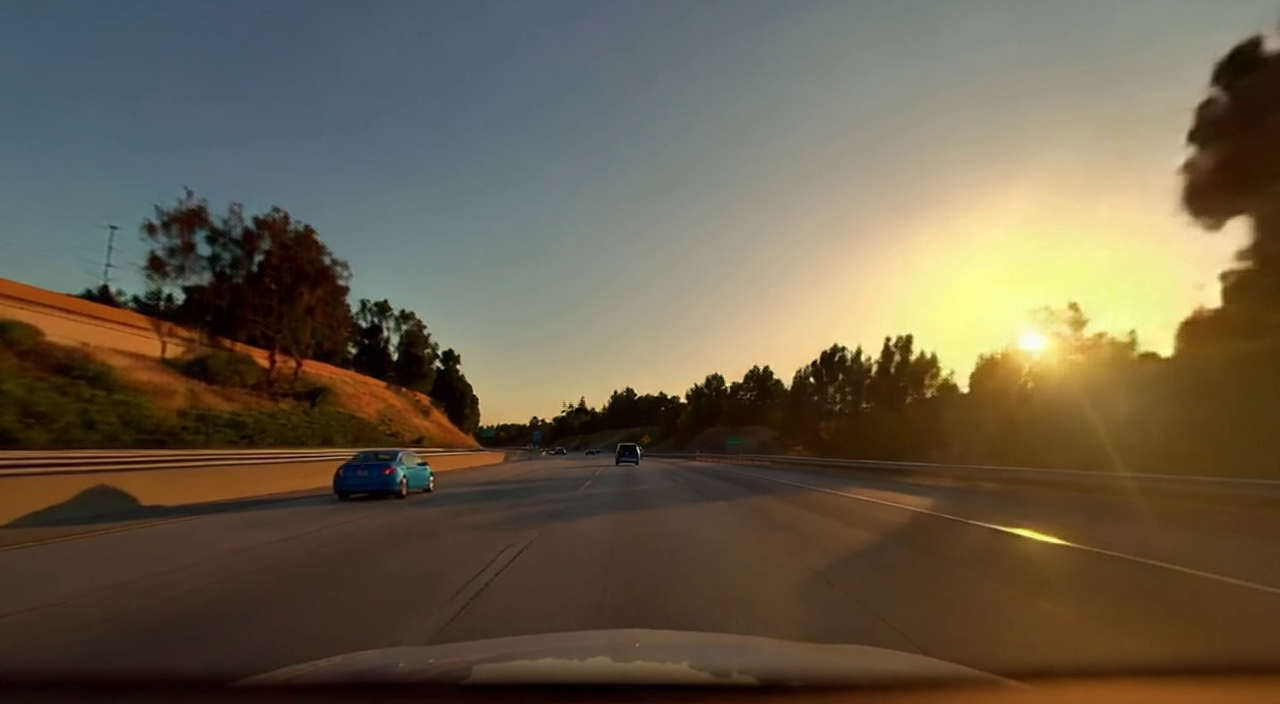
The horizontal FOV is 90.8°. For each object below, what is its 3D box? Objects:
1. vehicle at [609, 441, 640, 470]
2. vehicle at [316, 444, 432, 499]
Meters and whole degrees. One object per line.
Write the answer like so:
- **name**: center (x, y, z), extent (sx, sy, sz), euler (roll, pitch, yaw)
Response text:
- **vehicle**: center (-1.109, 7.152, 43.779), extent (1.990, 1.878, 4.079), euler (0, -9, -3)
- **vehicle**: center (-7.934, 3.572, 19.287), extent (1.915, 1.479, 3.843), euler (0, -9, -1)
